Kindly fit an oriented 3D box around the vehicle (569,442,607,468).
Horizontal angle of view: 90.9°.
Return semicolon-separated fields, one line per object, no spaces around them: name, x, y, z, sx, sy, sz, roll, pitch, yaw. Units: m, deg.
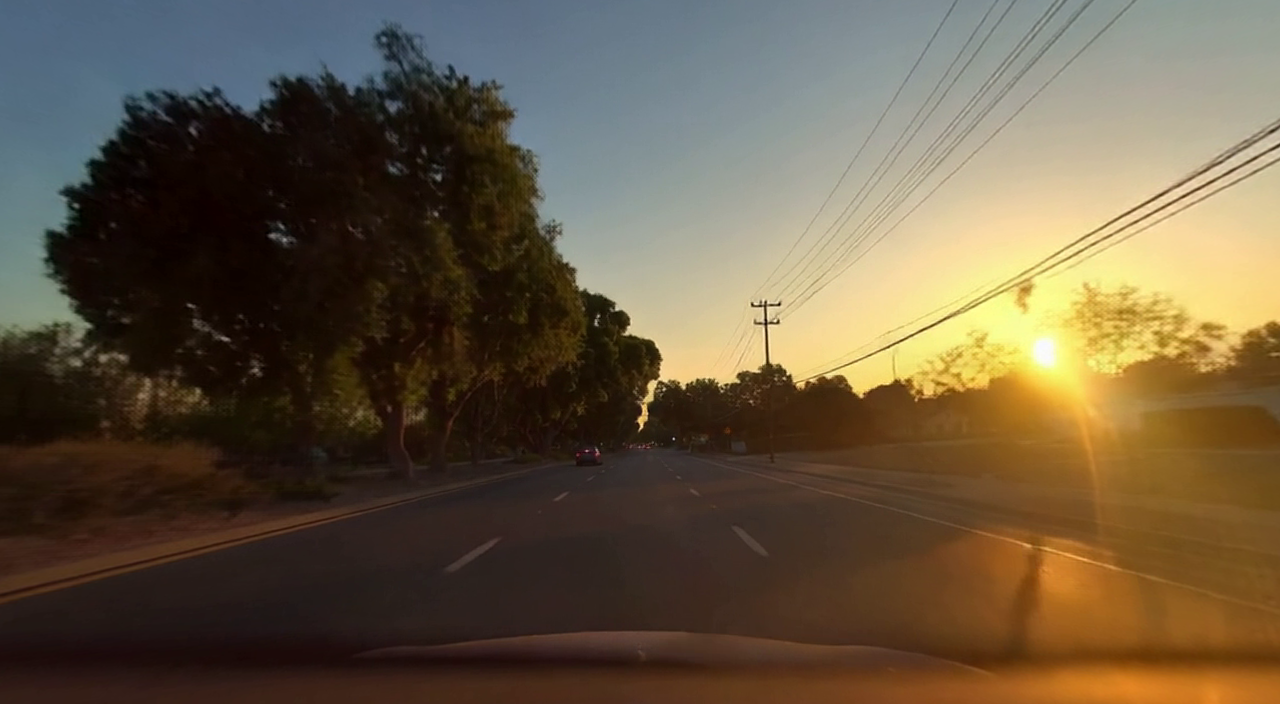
vehicle;-3.251;6.518;39.988;2.007;1.514;4.049;0;-8;1
